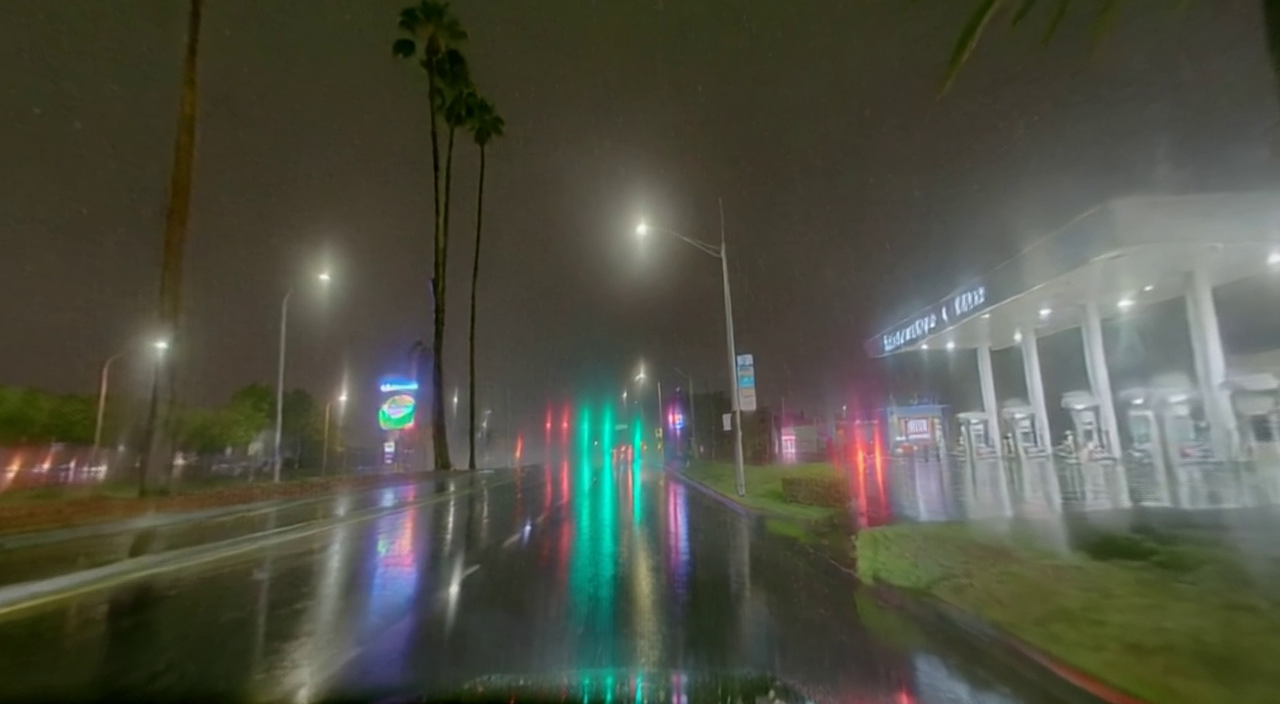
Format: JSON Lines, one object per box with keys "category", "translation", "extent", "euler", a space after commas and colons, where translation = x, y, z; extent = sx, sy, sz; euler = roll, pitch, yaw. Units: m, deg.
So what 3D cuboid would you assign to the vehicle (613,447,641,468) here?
{"category": "vehicle", "translation": [-0.952, 7.903, 47.411], "extent": [2.050, 1.509, 4.148], "euler": [0, -8, 0]}
